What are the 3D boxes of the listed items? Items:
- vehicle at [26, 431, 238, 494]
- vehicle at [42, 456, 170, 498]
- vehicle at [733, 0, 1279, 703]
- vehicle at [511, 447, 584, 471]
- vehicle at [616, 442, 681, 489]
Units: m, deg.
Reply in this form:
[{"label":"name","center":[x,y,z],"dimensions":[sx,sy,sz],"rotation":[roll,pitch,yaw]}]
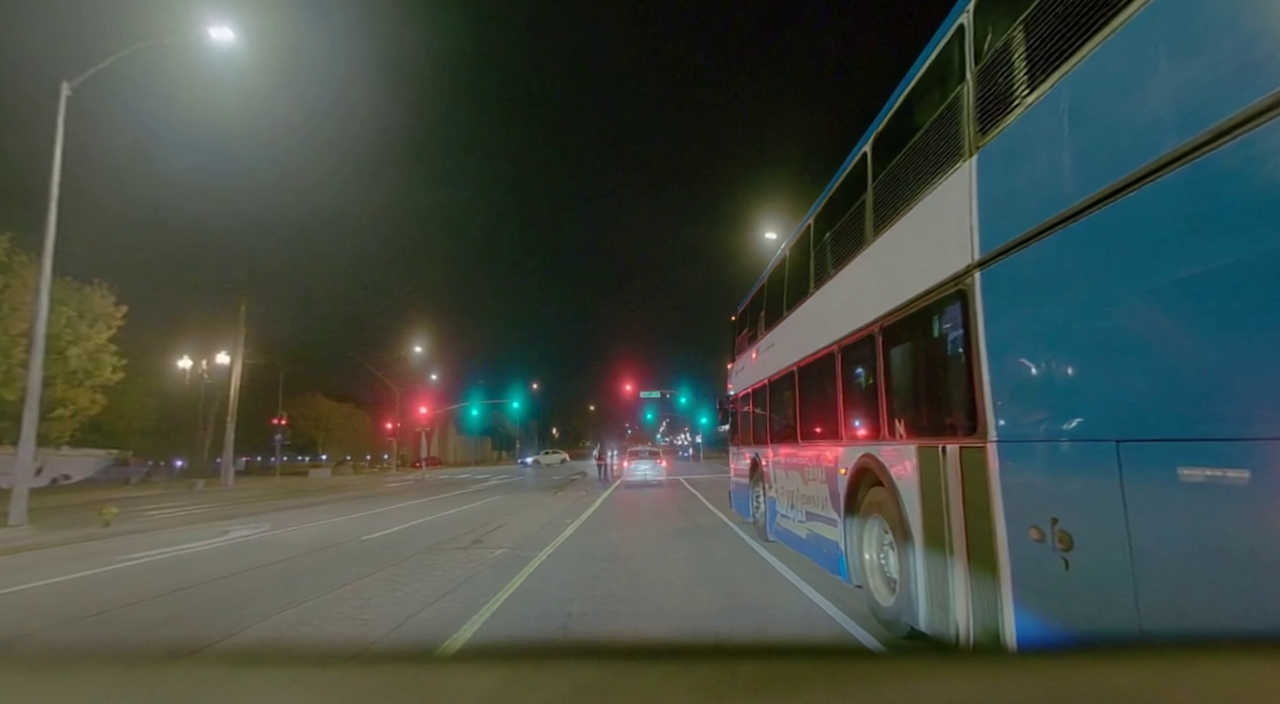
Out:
[{"label":"vehicle","center":[-29.399,6.419,37.188],"dimensions":[9.150,3.310,2.988],"rotation":[6,-12,-37]},{"label":"vehicle","center":[-26.189,6.081,31.125],"dimensions":[4.570,1.858,1.942],"rotation":[7,-11,-41]},{"label":"vehicle","center":[3.423,0.204,4.859],"dimensions":[3.250,3.731,13.693],"rotation":[0,-8,0]},{"label":"vehicle","center":[-6.060,7.026,41.604],"dimensions":[4.417,1.490,1.816],"rotation":[-3,-9,11]},{"label":"vehicle","center":[0.310,4.060,22.973],"dimensions":[2.123,1.544,4.158],"rotation":[0,-8,1]}]
